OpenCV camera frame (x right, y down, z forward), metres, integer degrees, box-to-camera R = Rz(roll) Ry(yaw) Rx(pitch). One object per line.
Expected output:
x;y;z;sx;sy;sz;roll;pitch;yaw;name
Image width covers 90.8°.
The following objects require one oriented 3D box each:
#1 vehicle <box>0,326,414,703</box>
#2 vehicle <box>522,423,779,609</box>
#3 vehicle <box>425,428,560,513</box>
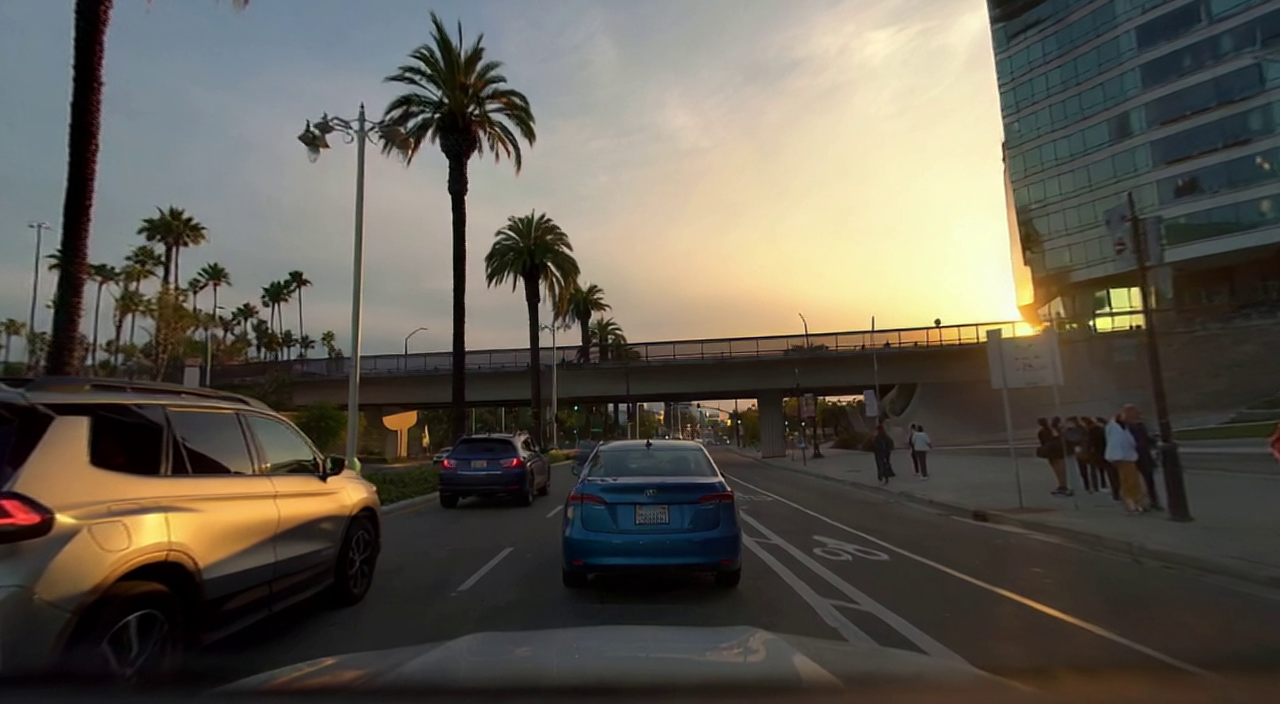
-3.266;1.036;3.940;2.014;1.740;4.359;0;-8;1;vehicle
0.053;1.614;7.152;2.036;1.461;4.129;0;-8;-1;vehicle
-3.135;2.609;14.385;1.955;1.637;4.032;0;-8;2;vehicle
